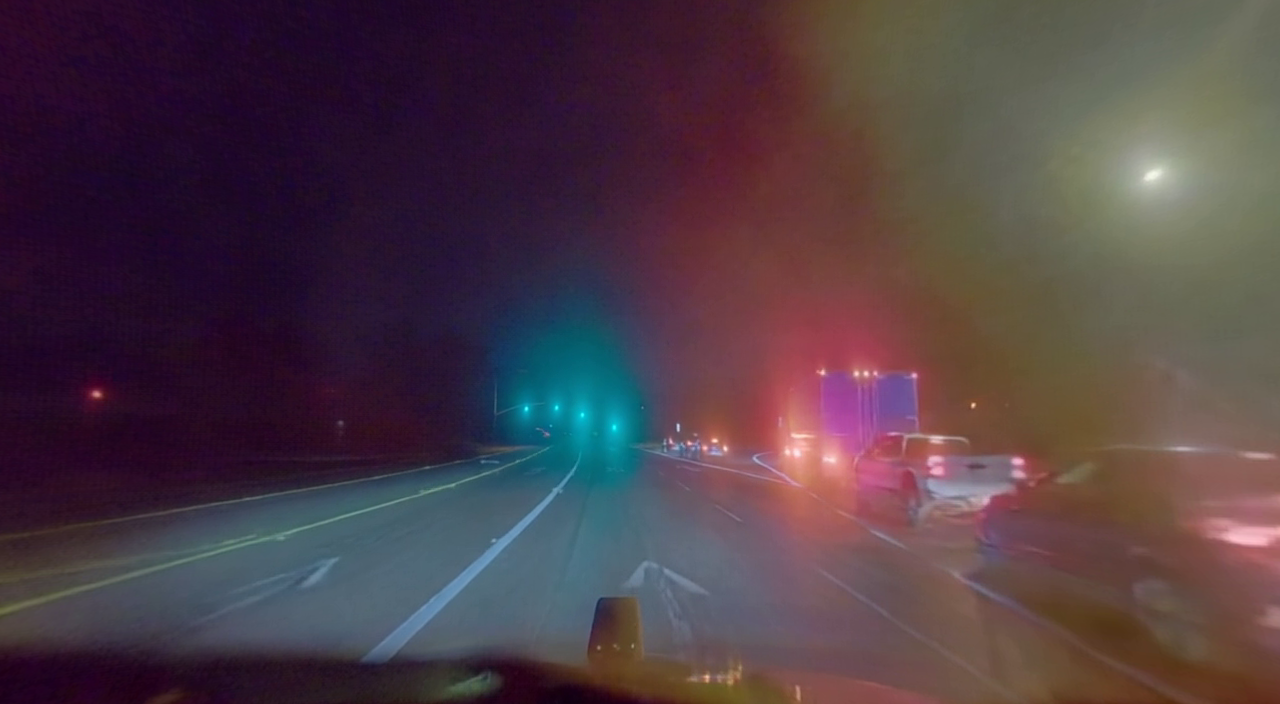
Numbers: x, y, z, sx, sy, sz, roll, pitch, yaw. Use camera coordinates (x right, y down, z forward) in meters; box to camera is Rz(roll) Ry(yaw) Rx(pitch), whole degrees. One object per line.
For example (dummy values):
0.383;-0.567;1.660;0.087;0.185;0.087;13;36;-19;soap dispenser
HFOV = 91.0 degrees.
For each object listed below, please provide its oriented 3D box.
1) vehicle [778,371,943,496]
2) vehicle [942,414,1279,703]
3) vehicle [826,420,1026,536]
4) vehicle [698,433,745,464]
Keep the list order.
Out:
6.181;2.530;19.247;2.625;2.975;8.237;-1;-8;4;vehicle
3.903;1.255;4.451;1.947;1.475;3.962;-1;-8;7;vehicle
4.794;2.144;11.358;1.926;1.650;4.315;-1;-8;6;vehicle
4.741;5.679;37.190;1.917;1.748;4.003;0;-8;-5;vehicle
